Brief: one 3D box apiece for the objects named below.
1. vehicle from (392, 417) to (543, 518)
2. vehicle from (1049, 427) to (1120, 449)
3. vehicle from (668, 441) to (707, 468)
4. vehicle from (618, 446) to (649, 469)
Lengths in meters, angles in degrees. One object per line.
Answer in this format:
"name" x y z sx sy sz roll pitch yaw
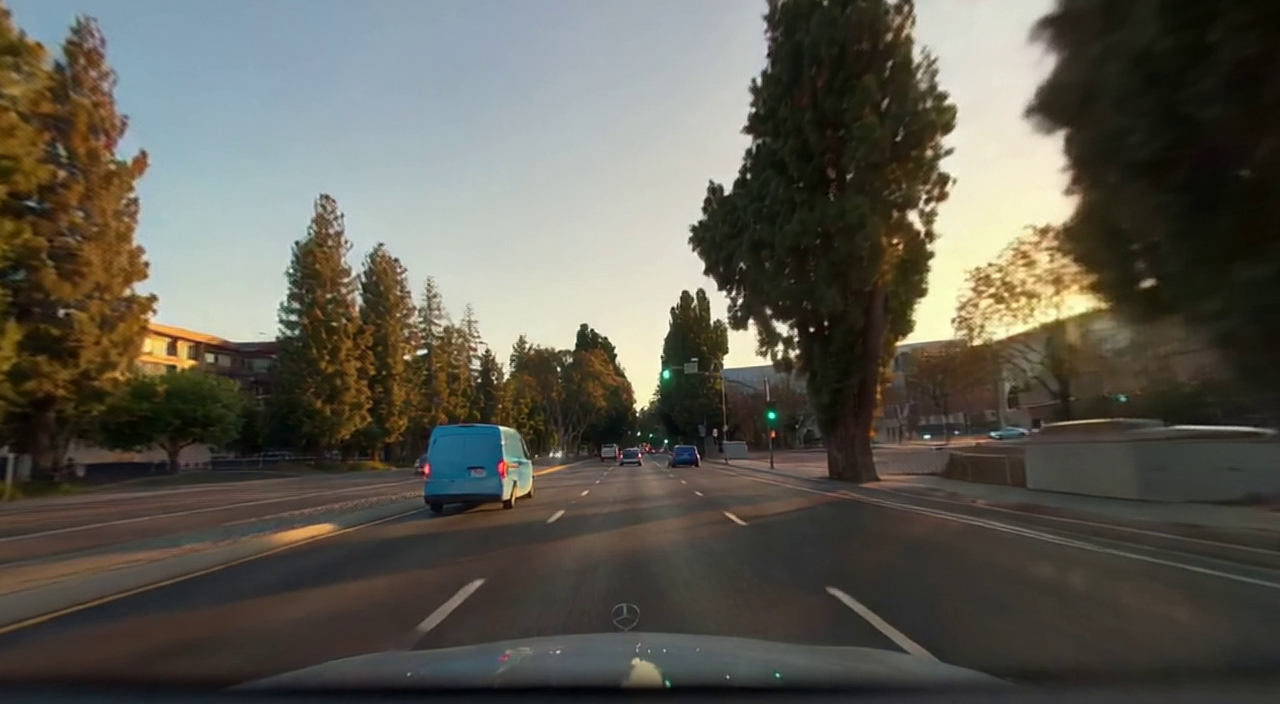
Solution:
"vehicle" -3.586 2.522 14.218 2.075 1.863 4.744 0 -9 0
"vehicle" 34.143 6.645 48.607 3.874 1.412 1.851 -4 -9 5
"vehicle" 3.197 6.987 43.151 2.181 1.781 4.257 0 -9 -2
"vehicle" -0.508 7.178 43.206 2.039 1.455 3.826 0 -9 -2
